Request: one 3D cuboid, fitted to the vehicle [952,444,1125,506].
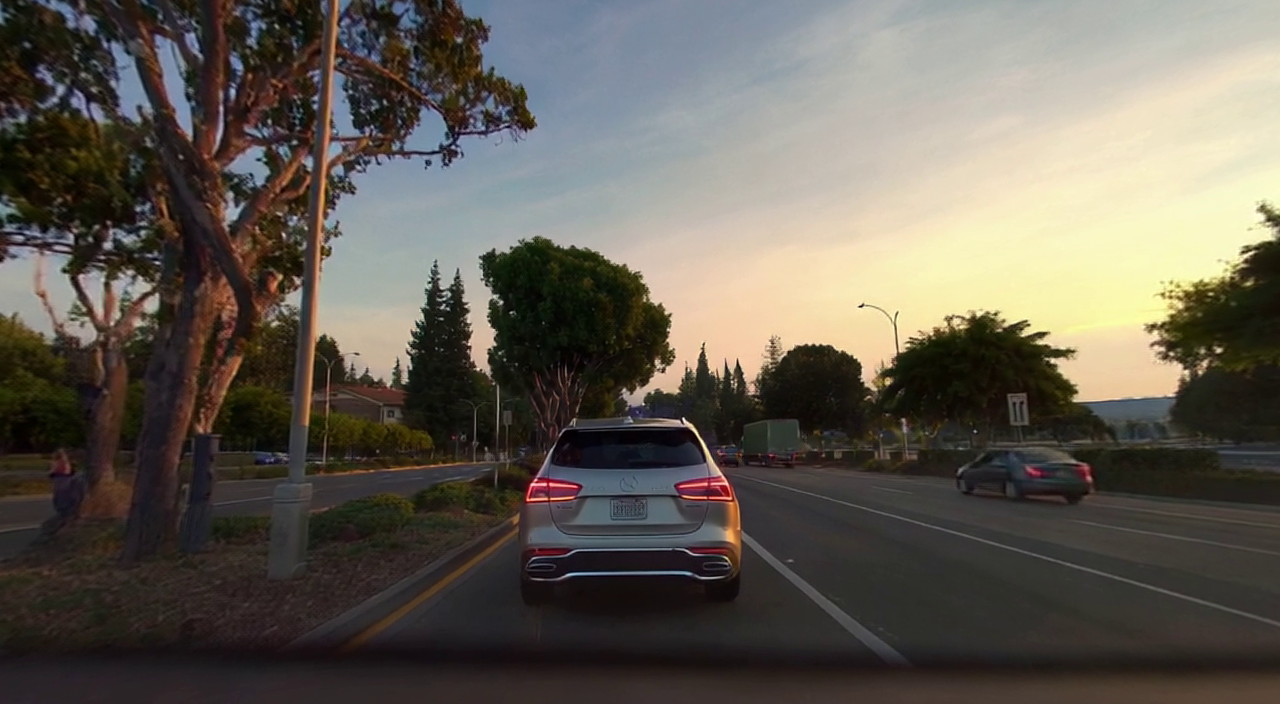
[{"bbox_3d":[11.125,3.420,18.019,1.998,1.527,4.489,0,-9,0],"label":"vehicle"}]

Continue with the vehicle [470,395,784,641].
[{"bbox_3d":[-0.129,1.455,6.476,2.172,1.694,4.055,0,-8,-1],"label":"vehicle"}]
